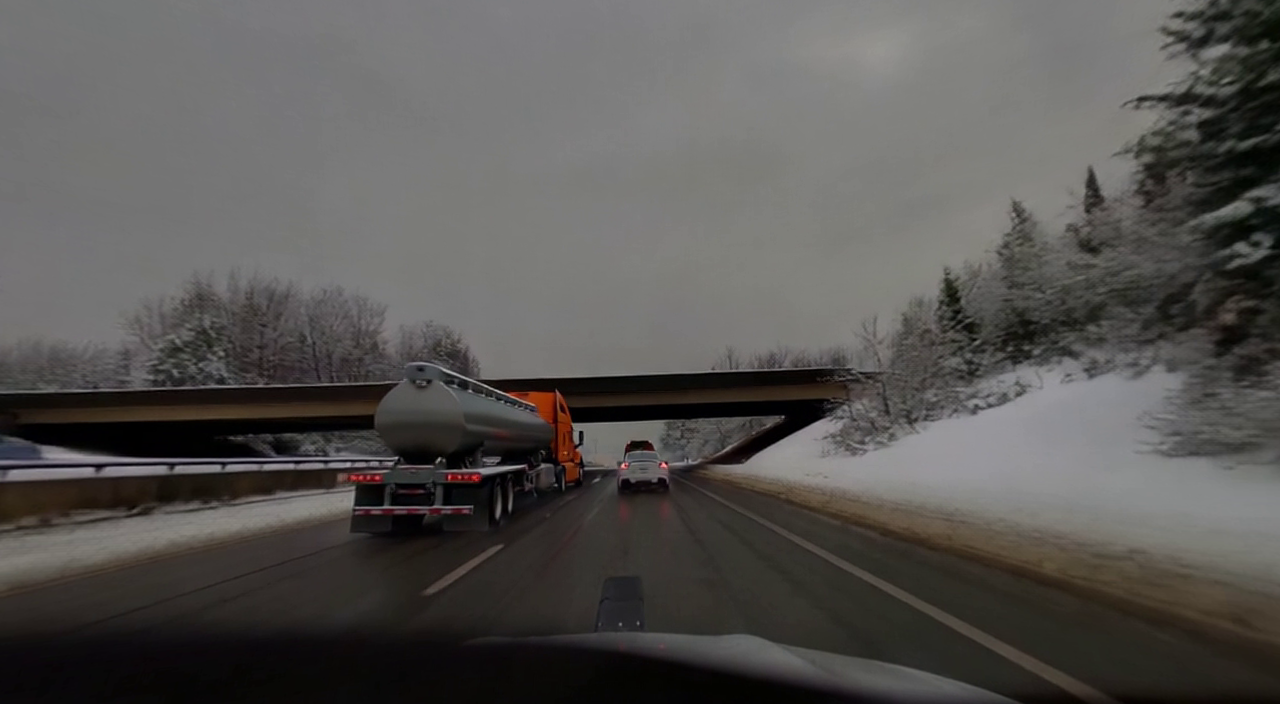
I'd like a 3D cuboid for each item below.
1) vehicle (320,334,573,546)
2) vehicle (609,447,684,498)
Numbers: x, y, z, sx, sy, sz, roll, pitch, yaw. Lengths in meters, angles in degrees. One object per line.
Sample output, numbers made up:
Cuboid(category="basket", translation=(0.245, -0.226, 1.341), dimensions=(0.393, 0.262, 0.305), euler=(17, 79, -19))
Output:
Cuboid(category="vehicle", translation=(-4.014, 2.548, 18.016), dimensions=(2.896, 3.563, 14.643), euler=(0, -9, -1))
Cuboid(category="vehicle", translation=(0.158, 3.901, 20.888), dimensions=(2.215, 1.481, 4.246), euler=(0, -9, -1))
